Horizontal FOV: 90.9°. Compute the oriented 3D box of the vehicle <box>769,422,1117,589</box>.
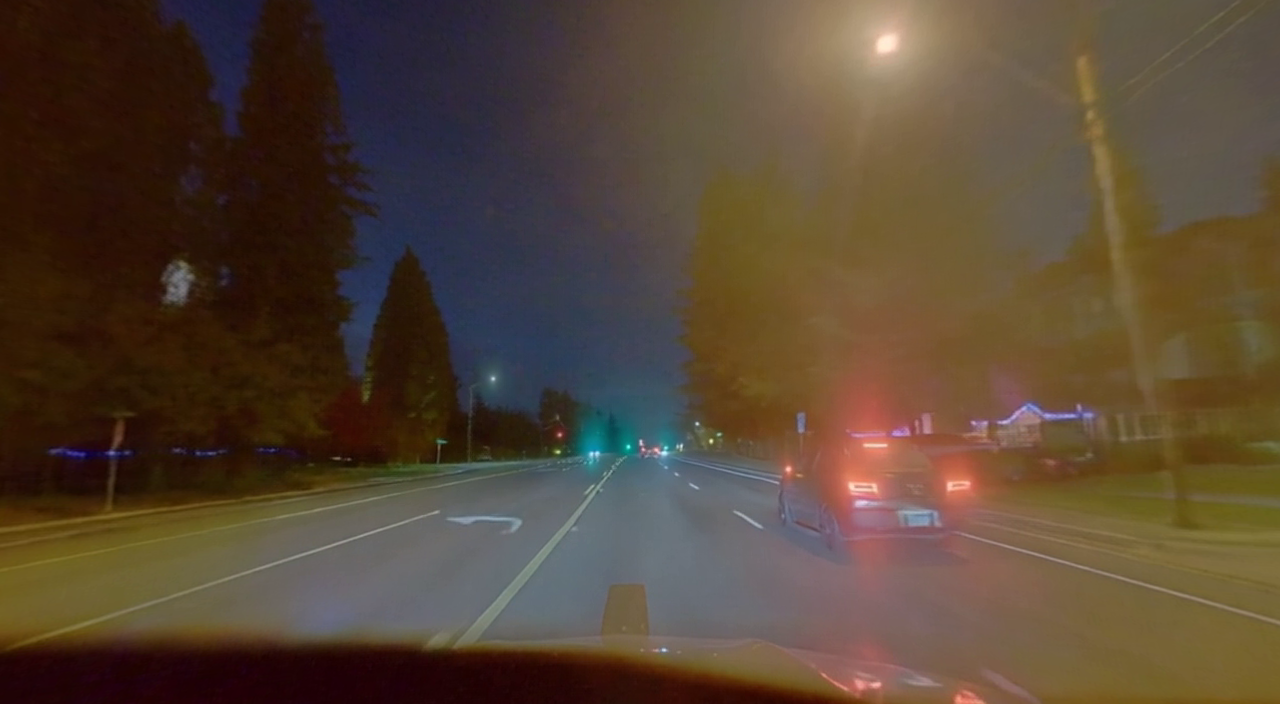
[{"bbox_3d":[3.153,1.689,7.835,2.134,1.476,4.327,0,-8,0],"label":"vehicle"}]
